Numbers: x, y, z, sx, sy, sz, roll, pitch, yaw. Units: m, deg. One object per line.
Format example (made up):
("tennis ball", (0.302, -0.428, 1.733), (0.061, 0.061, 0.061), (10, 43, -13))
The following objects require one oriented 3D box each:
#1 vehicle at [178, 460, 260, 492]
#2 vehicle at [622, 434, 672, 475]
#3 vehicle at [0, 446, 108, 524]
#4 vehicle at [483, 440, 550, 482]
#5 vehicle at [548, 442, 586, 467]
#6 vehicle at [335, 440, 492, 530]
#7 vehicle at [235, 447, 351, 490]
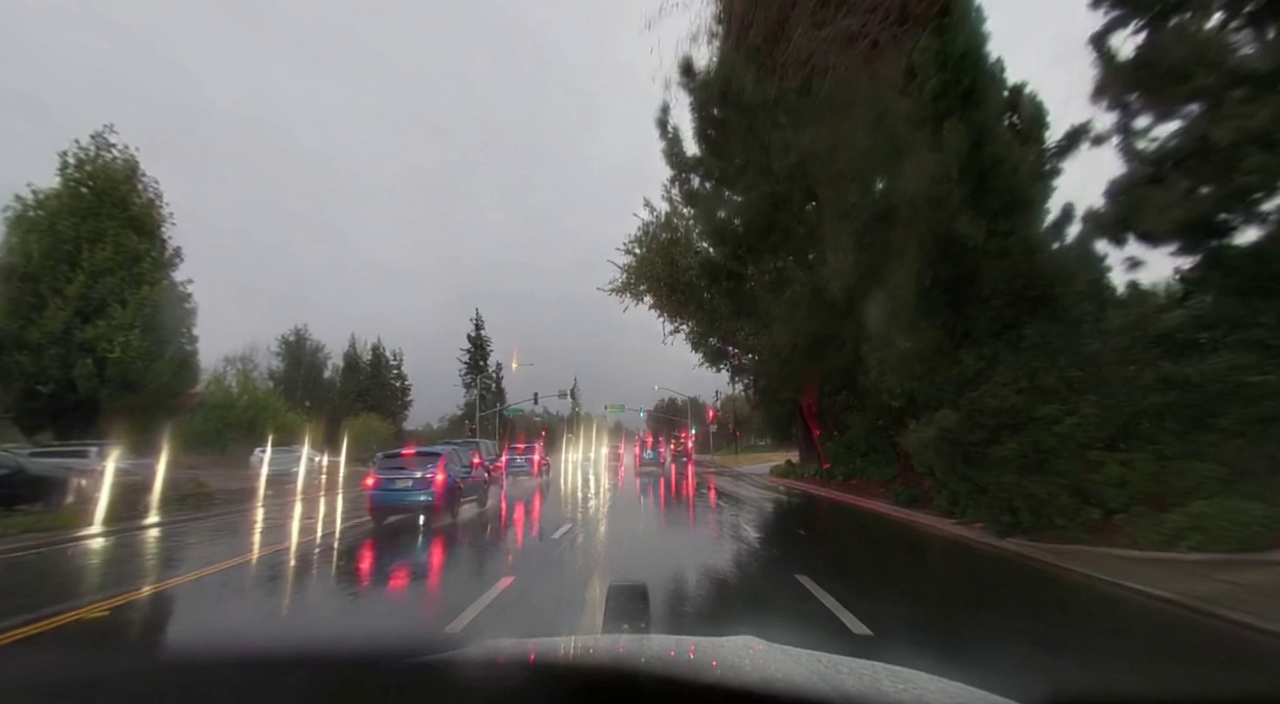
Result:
("vehicle", (-21.392, 6.295, 32.187), (1.632, 1.435, 3.580), (0, -8, 0))
("vehicle", (0.348, 4.895, 30.295), (2.235, 1.778, 4.178), (-1, -9, 1))
("vehicle", (-18.898, 3.696, 17.826), (5.642, 2.016, 2.305), (-1, -9, 3))
("vehicle", (-5.330, 4.770, 27.921), (2.052, 1.664, 4.476), (0, -9, 0))
("vehicle", (-5.162, 7.353, 45.205), (2.108, 1.689, 4.316), (-1, -9, 1))
("vehicle", (-4.320, 2.564, 12.862), (2.043, 1.464, 4.571), (1, -9, -7))
("vehicle", (-17.890, 6.013, 32.978), (2.254, 2.005, 6.086), (-1, -9, 4))
